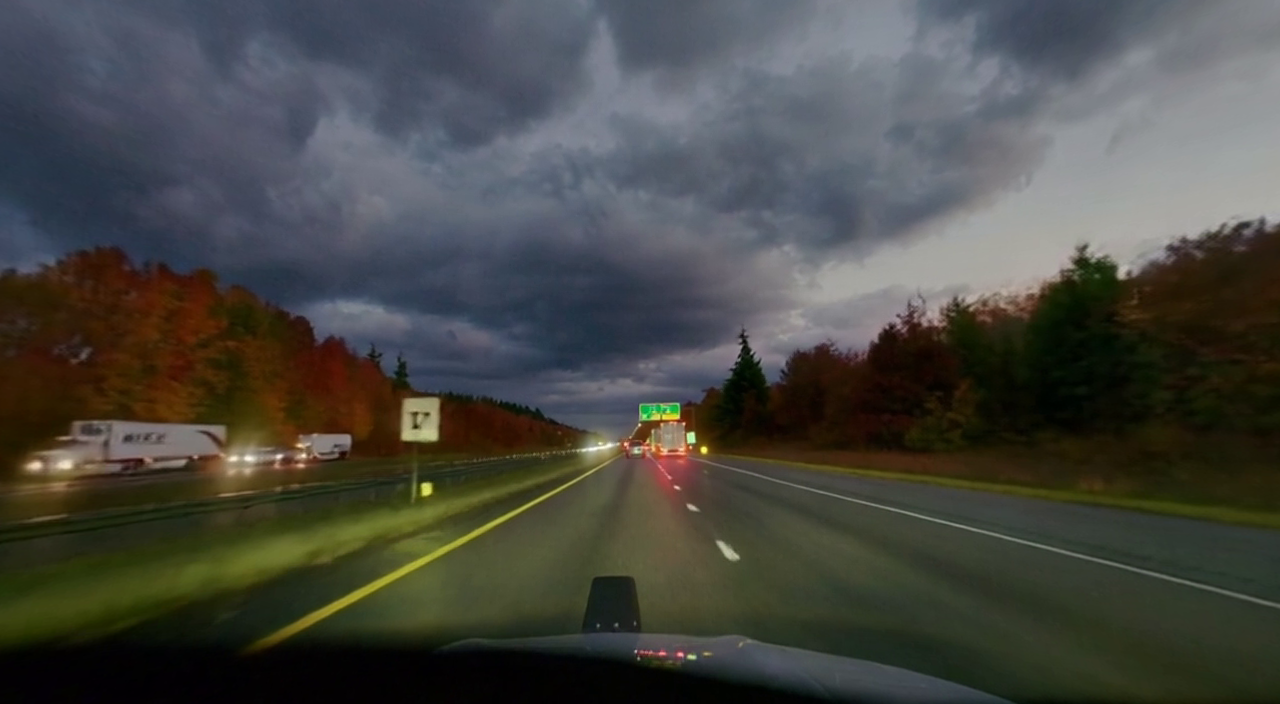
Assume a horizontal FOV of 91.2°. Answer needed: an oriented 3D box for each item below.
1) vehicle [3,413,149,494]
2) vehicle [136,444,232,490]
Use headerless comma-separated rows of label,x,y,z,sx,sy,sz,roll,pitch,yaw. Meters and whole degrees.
vehicle,-31.497,5.685,35.469,3.075,4.089,6.338,1,-9,-12
vehicle,-28.616,7.187,39.669,2.351,2.578,6.157,1,-9,-11
